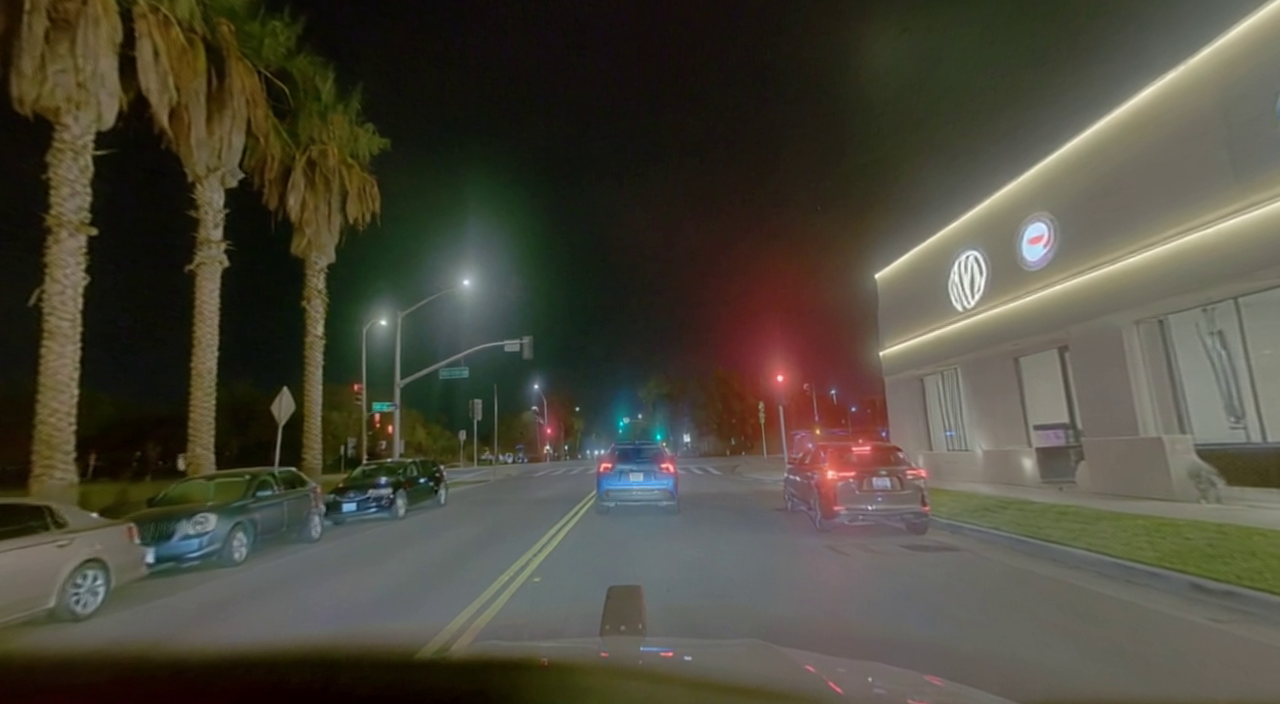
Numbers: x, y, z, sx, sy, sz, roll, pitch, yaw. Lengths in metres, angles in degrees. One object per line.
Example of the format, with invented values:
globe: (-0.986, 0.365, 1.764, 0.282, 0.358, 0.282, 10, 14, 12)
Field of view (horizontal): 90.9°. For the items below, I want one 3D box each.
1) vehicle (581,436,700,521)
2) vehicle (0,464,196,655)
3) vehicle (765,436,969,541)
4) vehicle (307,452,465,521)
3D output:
vehicle: (-0.001, 2.500, 13.039, 2.060, 1.452, 4.078, 0, -8, 0)
vehicle: (-6.176, 1.725, 5.105, 1.850, 1.482, 4.454, 0, -8, 1)
vehicle: (3.562, 2.200, 10.912, 1.821, 1.417, 4.454, 0, -8, -1)
vehicle: (-6.370, 3.390, 16.554, 2.105, 1.469, 4.693, 0, -8, 1)
